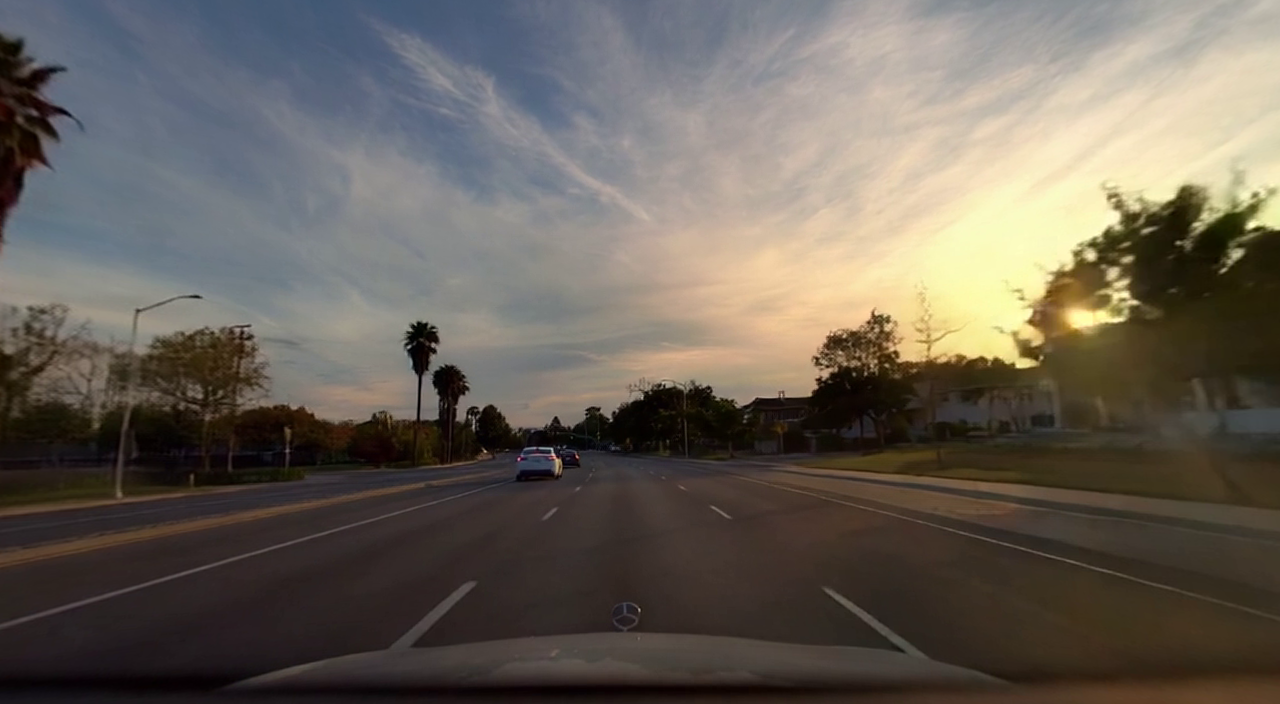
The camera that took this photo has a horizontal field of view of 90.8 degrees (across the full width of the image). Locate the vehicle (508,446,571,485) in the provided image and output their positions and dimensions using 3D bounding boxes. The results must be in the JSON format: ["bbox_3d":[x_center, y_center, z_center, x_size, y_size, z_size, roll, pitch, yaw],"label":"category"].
[{"bbox_3d":[-4.196,4.810,27.174,2.108,1.475,4.555,0,-8,-2],"label":"vehicle"}]
